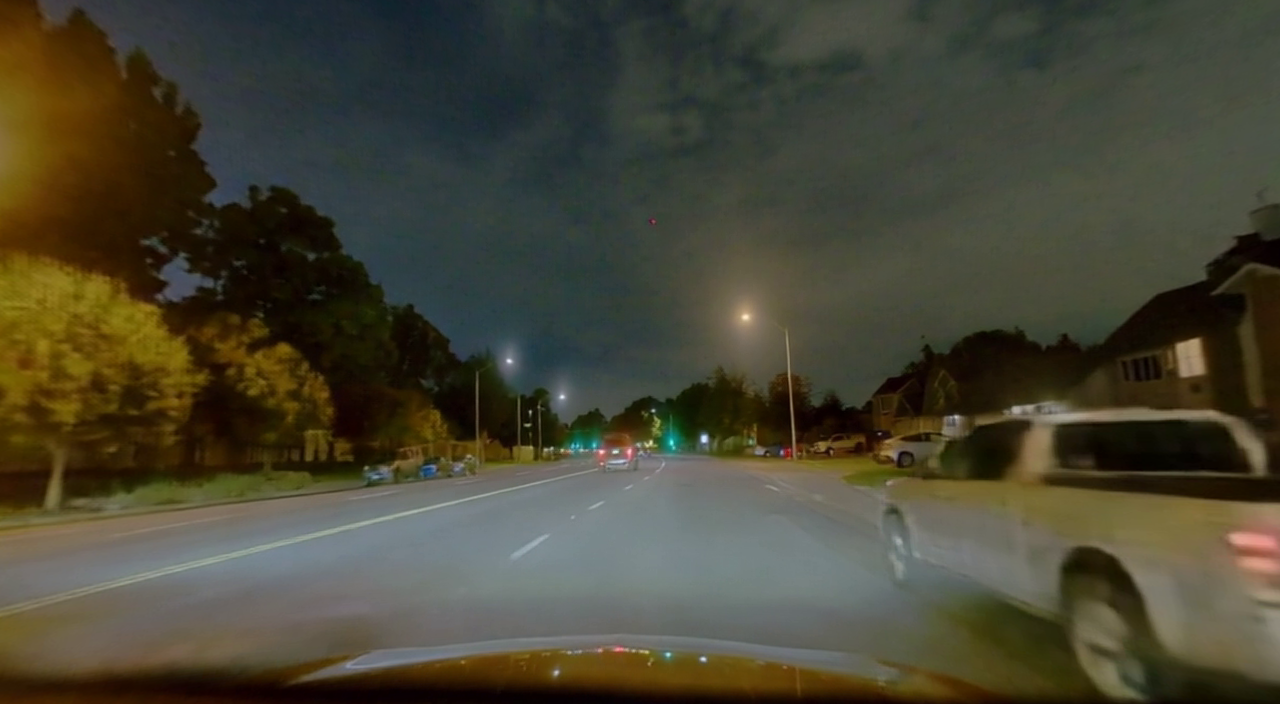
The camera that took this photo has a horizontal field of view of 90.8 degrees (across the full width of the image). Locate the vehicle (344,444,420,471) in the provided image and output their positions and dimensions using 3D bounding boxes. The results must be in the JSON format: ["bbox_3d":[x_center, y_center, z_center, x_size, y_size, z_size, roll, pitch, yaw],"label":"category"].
[{"bbox_3d":[-18.399,7.584,45.194,4.549,1.814,1.944,-1,-11,-2],"label":"vehicle"}]

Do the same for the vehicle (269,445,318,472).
[{"bbox_3d":[-22.971,7.044,42.007,1.940,1.554,4.237,3,-7,-17],"label":"vehicle"}]

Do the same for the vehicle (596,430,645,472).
[{"bbox_3d":[-0.958,5.341,34.295,2.085,2.084,5.133,-1,-9,4],"label":"vehicle"}]

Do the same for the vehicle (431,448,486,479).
[{"bbox_3d":[-11.251,6.923,39.474,2.002,1.598,4.366,-6,-8,0],"label":"vehicle"}]

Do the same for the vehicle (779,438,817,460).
[{"bbox_3d":[11.388,7.014,45.751,1.897,1.524,4.604,-1,-8,5],"label":"vehicle"}]

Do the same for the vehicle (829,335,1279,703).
[{"bbox_3d":[3.262,1.196,4.836,2.209,1.812,5.012,0,-9,2],"label":"vehicle"}]
